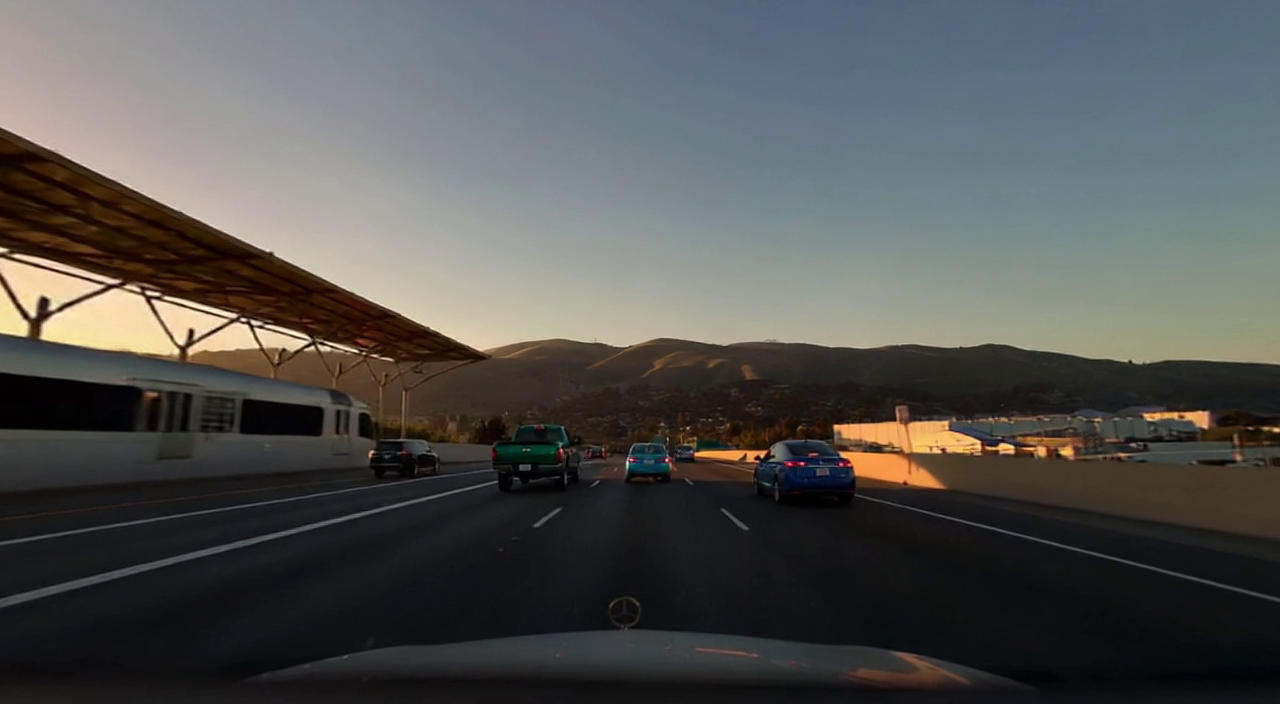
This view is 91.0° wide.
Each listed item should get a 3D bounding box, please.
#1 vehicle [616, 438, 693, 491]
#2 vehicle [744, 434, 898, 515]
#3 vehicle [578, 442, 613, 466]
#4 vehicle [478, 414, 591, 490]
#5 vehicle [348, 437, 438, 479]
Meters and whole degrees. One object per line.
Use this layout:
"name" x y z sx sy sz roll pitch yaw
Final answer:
"vehicle" 0.397 3.510 19.957 2.171 1.493 4.081 0 -8 0
"vehicle" 3.816 2.674 14.315 2.023 1.510 4.773 0 -8 -1
"vehicle" -3.150 7.284 45.348 2.151 1.613 4.786 0 -8 1
"vehicle" -3.381 3.450 22.020 2.733 2.230 6.820 0 -8 0
"vehicle" -10.933 4.720 28.308 2.137 1.728 4.665 0 -8 0
